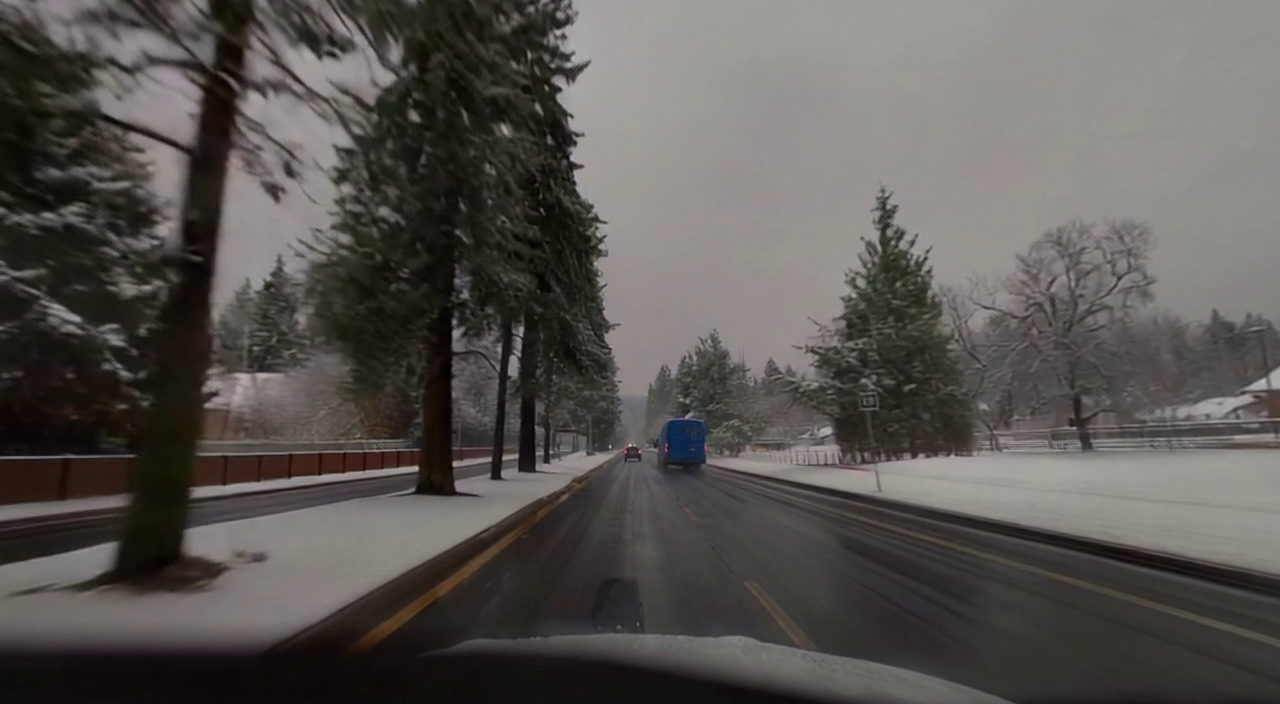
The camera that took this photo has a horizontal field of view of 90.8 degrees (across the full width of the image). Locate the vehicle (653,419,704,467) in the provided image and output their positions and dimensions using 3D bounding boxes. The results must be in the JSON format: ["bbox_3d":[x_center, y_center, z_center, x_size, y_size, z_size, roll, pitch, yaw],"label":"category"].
[{"bbox_3d":[2.787,7.165,49.590,2.959,3.285,12.428,0,-8,-1],"label":"vehicle"}]
